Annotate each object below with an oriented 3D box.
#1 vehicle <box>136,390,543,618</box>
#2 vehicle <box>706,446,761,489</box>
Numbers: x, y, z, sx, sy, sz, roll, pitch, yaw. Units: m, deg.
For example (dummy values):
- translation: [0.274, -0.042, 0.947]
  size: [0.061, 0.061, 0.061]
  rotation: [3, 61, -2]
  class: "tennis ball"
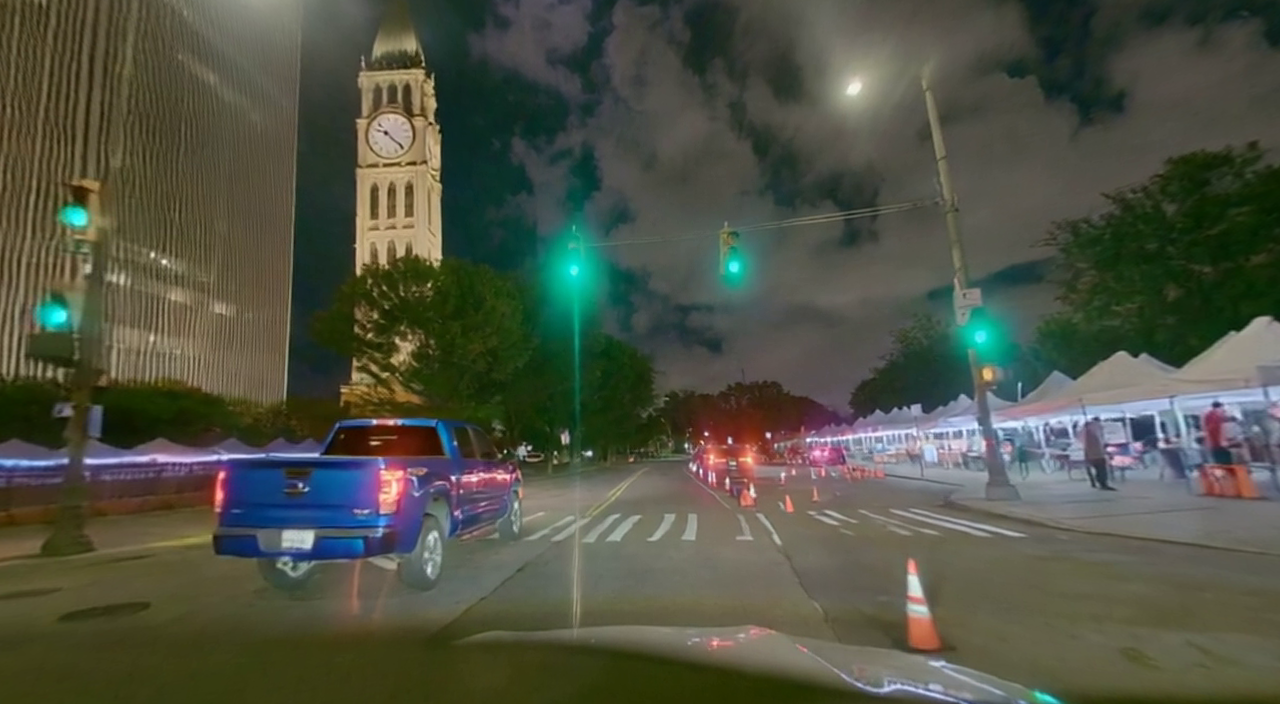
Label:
- translation: [-3.066, 1.756, 8.382]
  size: [2.452, 1.954, 5.653]
  rotation: [-1, -9, 2]
  class: "vehicle"
- translation: [3.826, 4.709, 26.088]
  size: [2.023, 1.607, 4.225]
  rotation: [-2, -9, 7]
  class: "vehicle"
